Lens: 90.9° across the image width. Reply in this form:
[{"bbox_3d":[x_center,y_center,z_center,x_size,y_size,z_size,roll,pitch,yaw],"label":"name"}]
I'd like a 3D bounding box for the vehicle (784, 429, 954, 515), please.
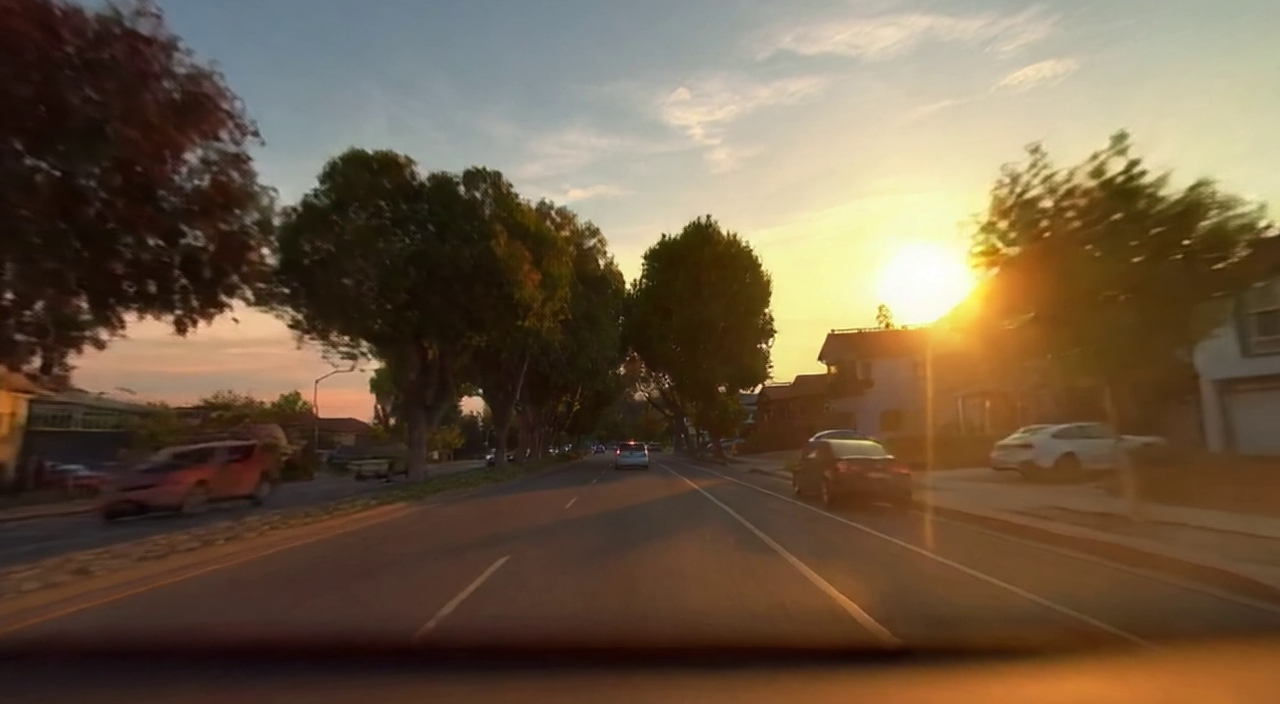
[{"bbox_3d":[4.596,2.454,13.476,2.020,1.518,4.255,0,-8,0],"label":"vehicle"}]

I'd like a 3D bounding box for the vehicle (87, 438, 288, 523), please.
[{"bbox_3d":[-11.340,3.174,16.299,1.948,1.725,4.443,-5,-8,0],"label":"vehicle"}]

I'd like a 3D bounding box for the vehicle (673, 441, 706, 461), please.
[{"bbox_3d":[3.782,7.663,48.951,2.045,1.517,4.394,0,-8,-2],"label":"vehicle"}]

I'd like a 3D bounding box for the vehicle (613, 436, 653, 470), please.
[{"bbox_3d":[-0.386,5.333,33.522,2.024,1.655,4.301,0,-8,-1],"label":"vehicle"}]

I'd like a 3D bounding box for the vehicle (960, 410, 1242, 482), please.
[{"bbox_3d":[11.785,2.449,16.492,5.538,1.703,2.286,0,-9,0],"label":"vehicle"}]

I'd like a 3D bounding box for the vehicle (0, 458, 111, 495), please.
[{"bbox_3d":[-27.200,5.608,28.571,4.644,1.541,1.873,0,-8,-1],"label":"vehicle"}]

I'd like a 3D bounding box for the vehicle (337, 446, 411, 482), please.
[{"bbox_3d":[-14.846,6.221,35.528,2.034,1.810,4.976,-1,-8,-1],"label":"vehicle"}]
